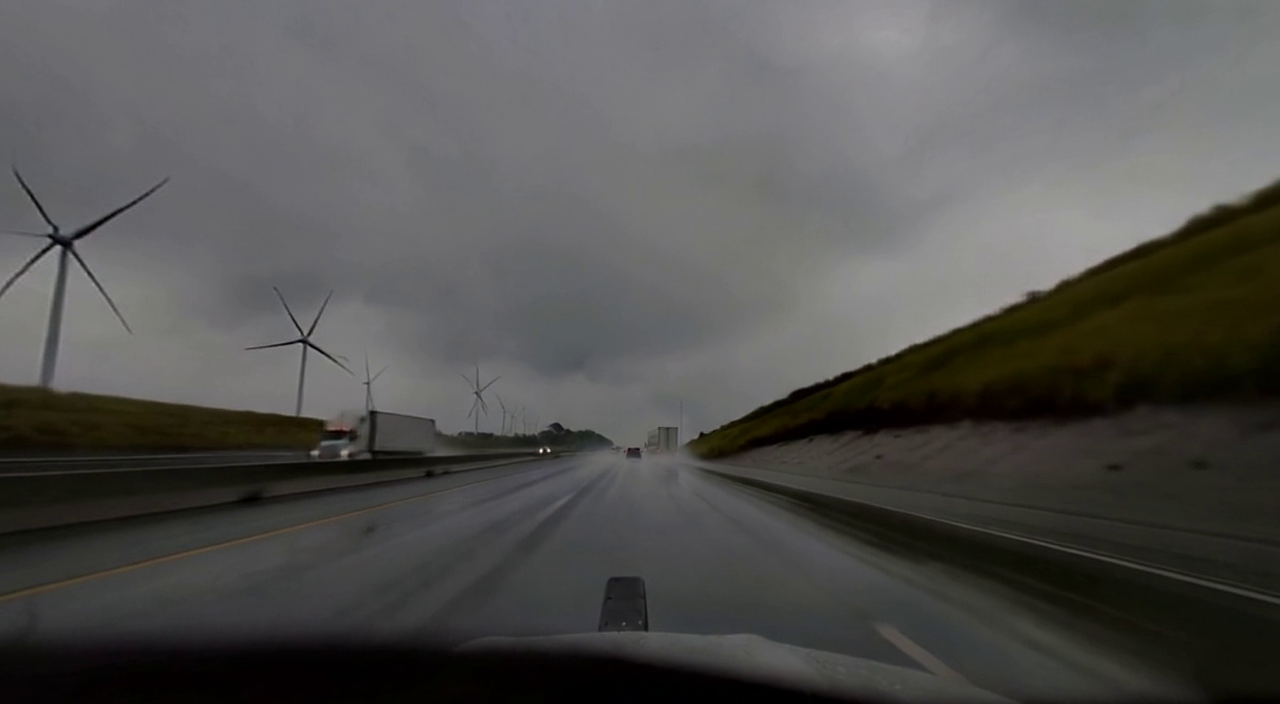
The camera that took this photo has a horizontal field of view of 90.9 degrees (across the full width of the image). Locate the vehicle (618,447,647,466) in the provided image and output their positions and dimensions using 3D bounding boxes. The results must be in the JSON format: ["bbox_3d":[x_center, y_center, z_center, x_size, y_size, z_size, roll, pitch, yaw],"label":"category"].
[{"bbox_3d":[-0.606,8.222,49.566,2.209,1.453,3.695,0,-9,-1],"label":"vehicle"}]

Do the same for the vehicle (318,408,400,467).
[{"bbox_3d":[-19.042,5.911,43.170,2.983,3.701,5.845,0,-9,-2],"label":"vehicle"}]
